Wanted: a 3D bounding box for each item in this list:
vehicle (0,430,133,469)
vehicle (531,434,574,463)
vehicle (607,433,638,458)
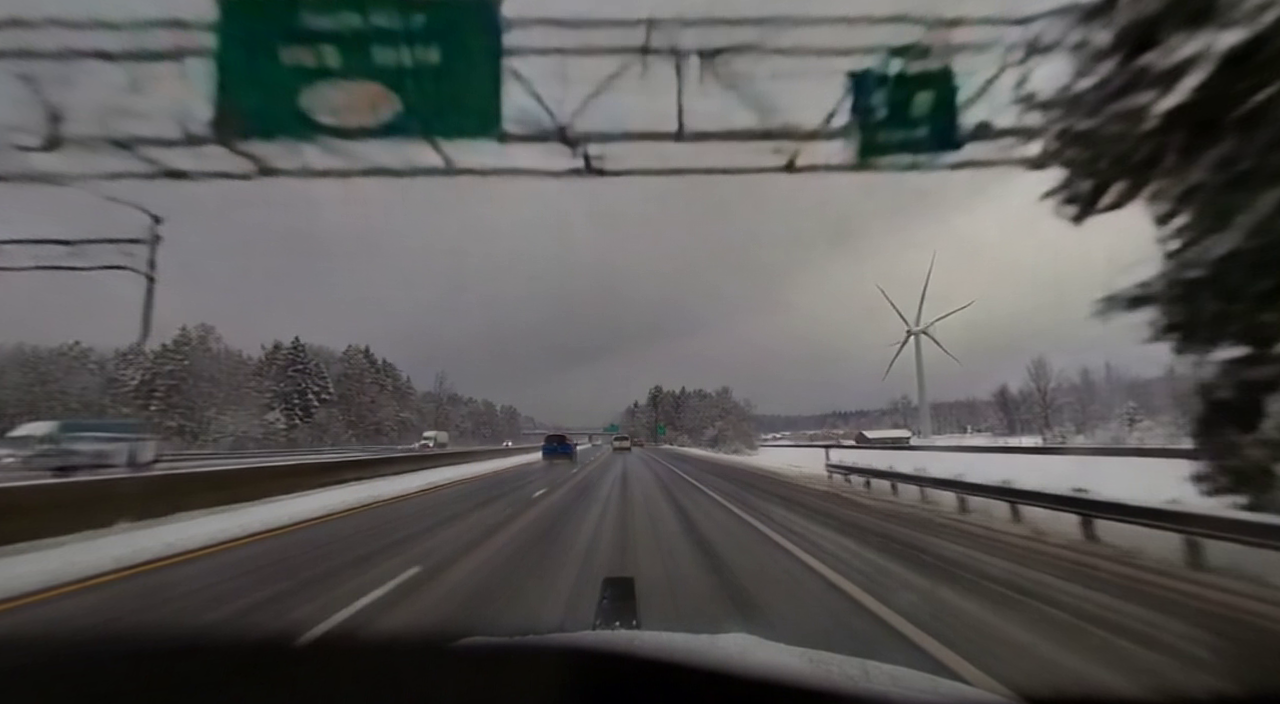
[{"bbox_3d":[-28.634,4.867,31.631,2.046,1.773,5.016,0,-8,0],"label":"vehicle"},{"bbox_3d":[-5.156,5.749,37.630,2.062,1.622,4.153,0,-8,-1],"label":"vehicle"},{"bbox_3d":[-1.265,7.014,47.338,2.213,1.774,4.563,0,-8,-1],"label":"vehicle"}]
